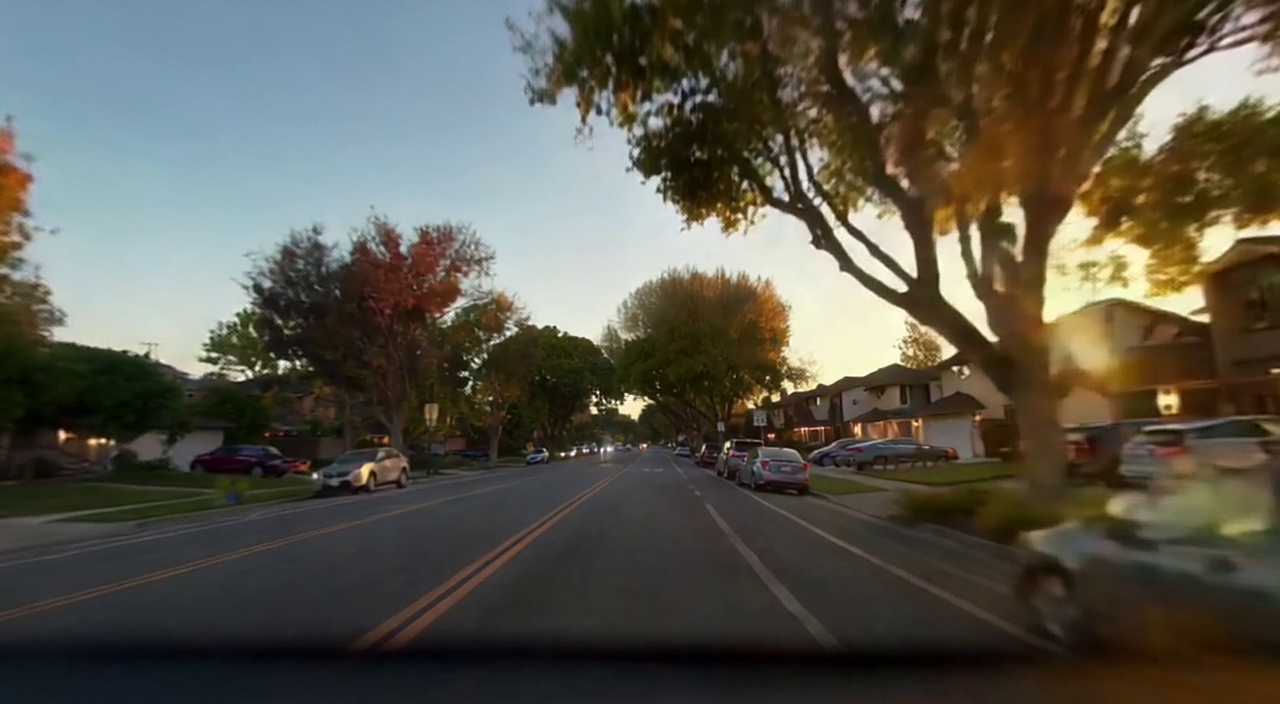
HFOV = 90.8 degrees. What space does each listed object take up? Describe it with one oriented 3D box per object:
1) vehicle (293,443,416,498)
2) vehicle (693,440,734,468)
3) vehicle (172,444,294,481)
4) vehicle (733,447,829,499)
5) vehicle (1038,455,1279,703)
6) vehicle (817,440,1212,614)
[{"bbox_3d":[-10.357,4.348,23.498,2.093,1.767,5.120,-1,-10,1],"label":"vehicle"},{"bbox_3d":[5.003,7.019,43.614,2.254,1.812,4.817,0,-9,0],"label":"vehicle"},{"bbox_3d":[-19.495,5.296,30.384,4.509,1.698,1.890,0,-9,2],"label":"vehicle"},{"bbox_3d":[4.398,3.853,20.602,2.087,1.454,4.914,0,-9,1],"label":"vehicle"},{"bbox_3d":[4.043,1.181,2.696,1.911,1.395,4.362,0,-8,1],"label":"vehicle"},{"bbox_3d":[3.949,1.891,7.905,2.137,1.515,4.534,0,-9,0],"label":"vehicle"}]
